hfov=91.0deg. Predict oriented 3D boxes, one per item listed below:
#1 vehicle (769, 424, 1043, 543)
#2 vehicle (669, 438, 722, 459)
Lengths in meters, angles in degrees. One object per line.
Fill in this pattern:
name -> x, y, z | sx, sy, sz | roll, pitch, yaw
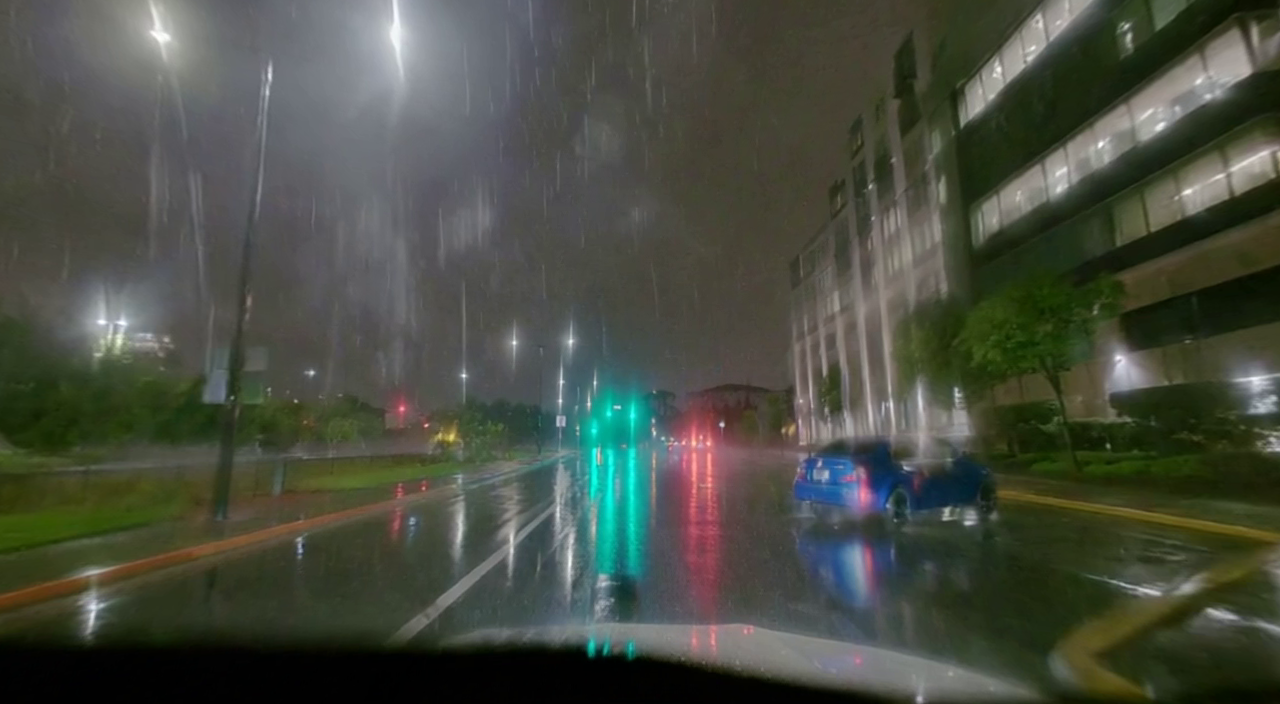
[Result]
vehicle -> 4.359, 1.929, 10.013 | 4.655, 1.460, 1.878 | 6, -10, -37
vehicle -> 4.394, 7.638, 49.825 | 3.844, 1.524, 1.847 | 5, -10, -32
